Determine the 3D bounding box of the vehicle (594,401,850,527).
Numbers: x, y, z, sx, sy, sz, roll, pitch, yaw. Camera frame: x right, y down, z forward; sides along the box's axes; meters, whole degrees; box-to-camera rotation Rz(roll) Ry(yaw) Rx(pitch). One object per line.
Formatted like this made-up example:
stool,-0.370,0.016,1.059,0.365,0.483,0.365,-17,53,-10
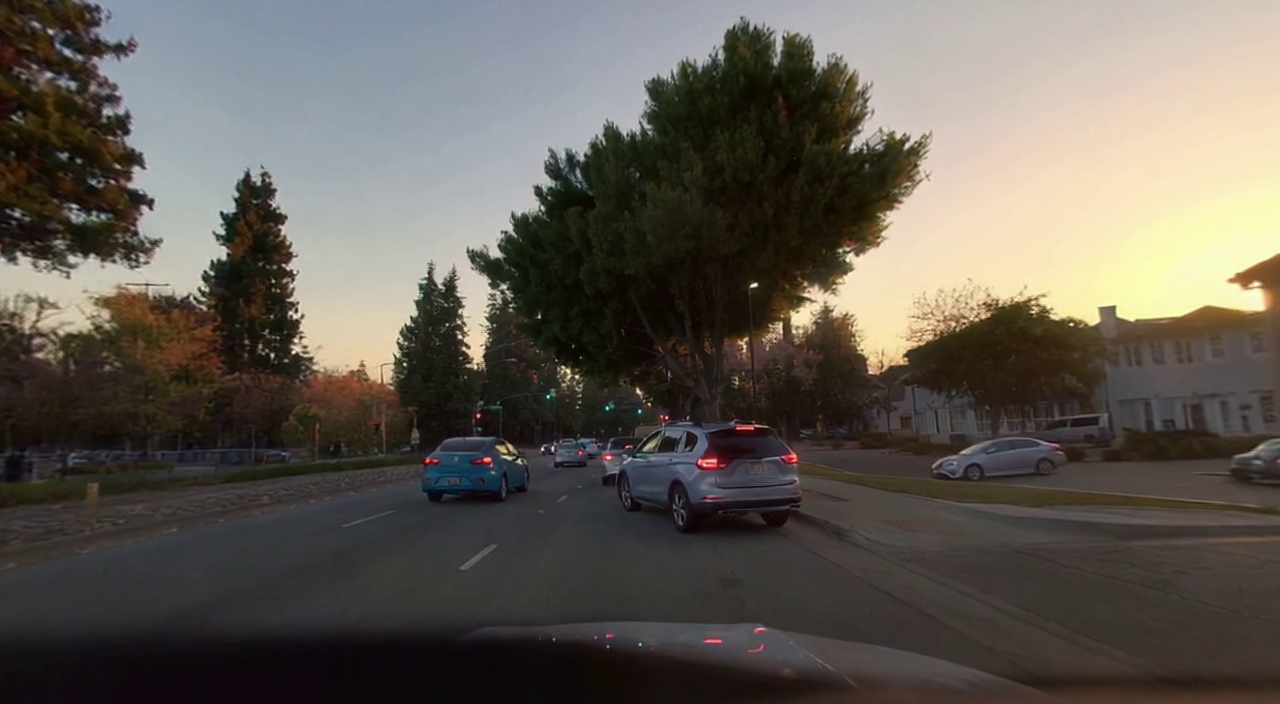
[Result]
vehicle,1.384,2.096,12.234,2.052,1.955,4.642,8,-12,-43

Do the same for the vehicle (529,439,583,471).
vehicle,-4.092,5.106,31.318,2.042,1.470,4.123,0,-8,1

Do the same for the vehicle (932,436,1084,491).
vehicle,12.274,3.719,21.123,3.871,1.525,1.835,-3,-9,0

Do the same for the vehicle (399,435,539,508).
vehicle,-3.862,2.778,15.075,2.026,1.466,4.282,0,-8,2
